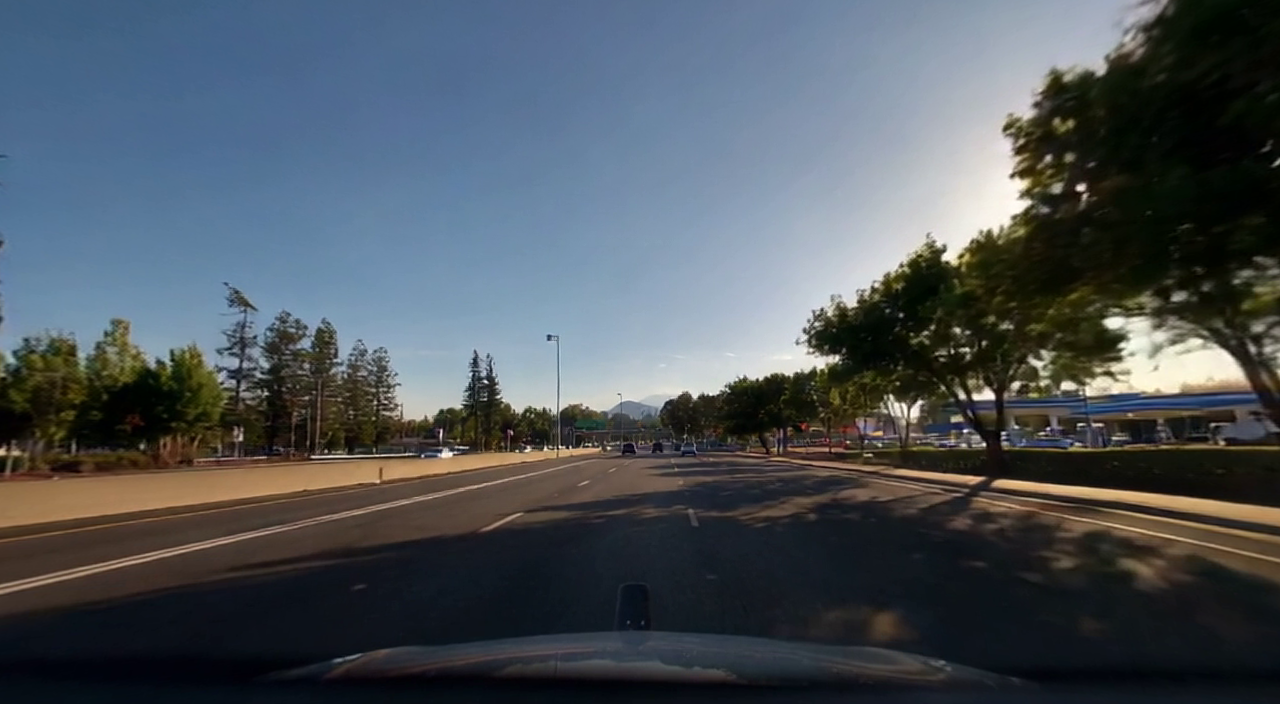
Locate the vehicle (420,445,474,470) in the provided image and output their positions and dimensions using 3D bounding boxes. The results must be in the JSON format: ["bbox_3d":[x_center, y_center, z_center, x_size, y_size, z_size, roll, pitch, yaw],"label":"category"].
[{"bbox_3d":[-12.996,7.117,42.700,1.927,1.526,4.245,-1,-9,5],"label":"vehicle"}]
